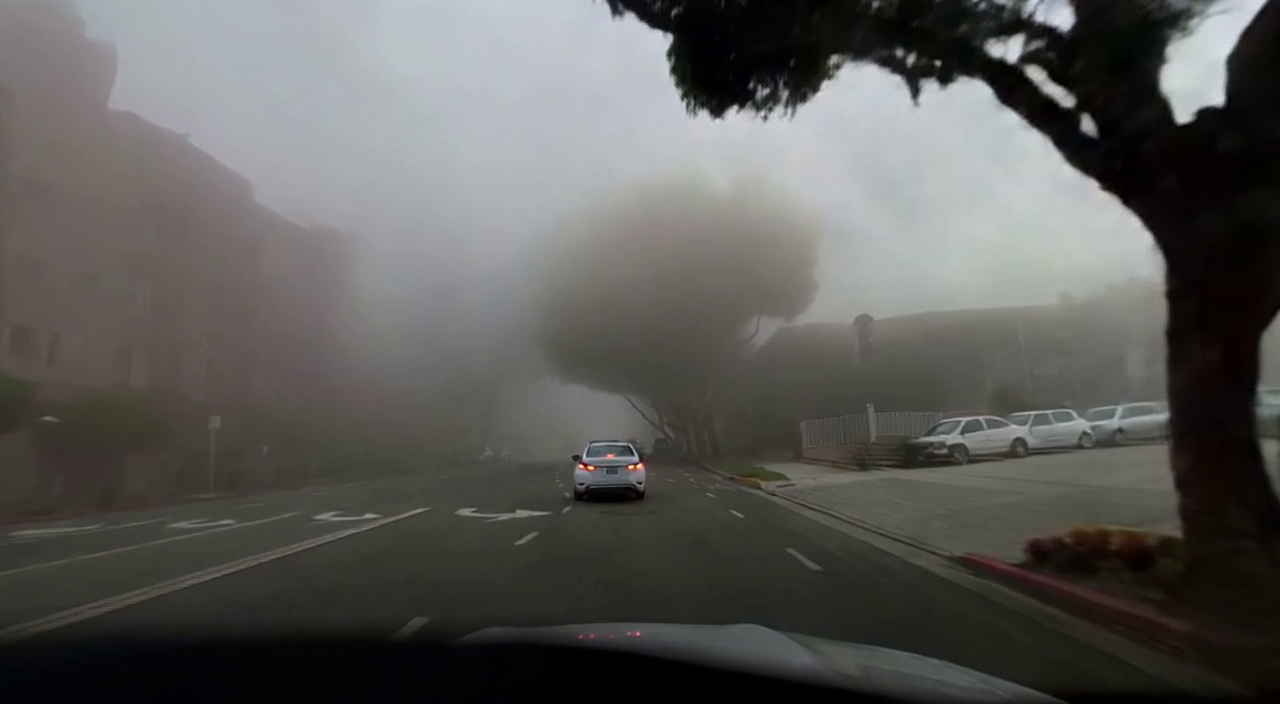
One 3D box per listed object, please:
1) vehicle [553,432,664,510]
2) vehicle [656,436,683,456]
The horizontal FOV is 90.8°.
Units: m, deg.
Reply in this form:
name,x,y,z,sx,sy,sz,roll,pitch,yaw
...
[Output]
name,x,y,z,sx,sy,sz,roll,pitch,yaw
vehicle,-0.717,2.622,14.386,2.116,1.479,4.358,0,-8,-3
vehicle,2.290,7.422,49.975,1.972,1.484,3.974,0,-8,0
